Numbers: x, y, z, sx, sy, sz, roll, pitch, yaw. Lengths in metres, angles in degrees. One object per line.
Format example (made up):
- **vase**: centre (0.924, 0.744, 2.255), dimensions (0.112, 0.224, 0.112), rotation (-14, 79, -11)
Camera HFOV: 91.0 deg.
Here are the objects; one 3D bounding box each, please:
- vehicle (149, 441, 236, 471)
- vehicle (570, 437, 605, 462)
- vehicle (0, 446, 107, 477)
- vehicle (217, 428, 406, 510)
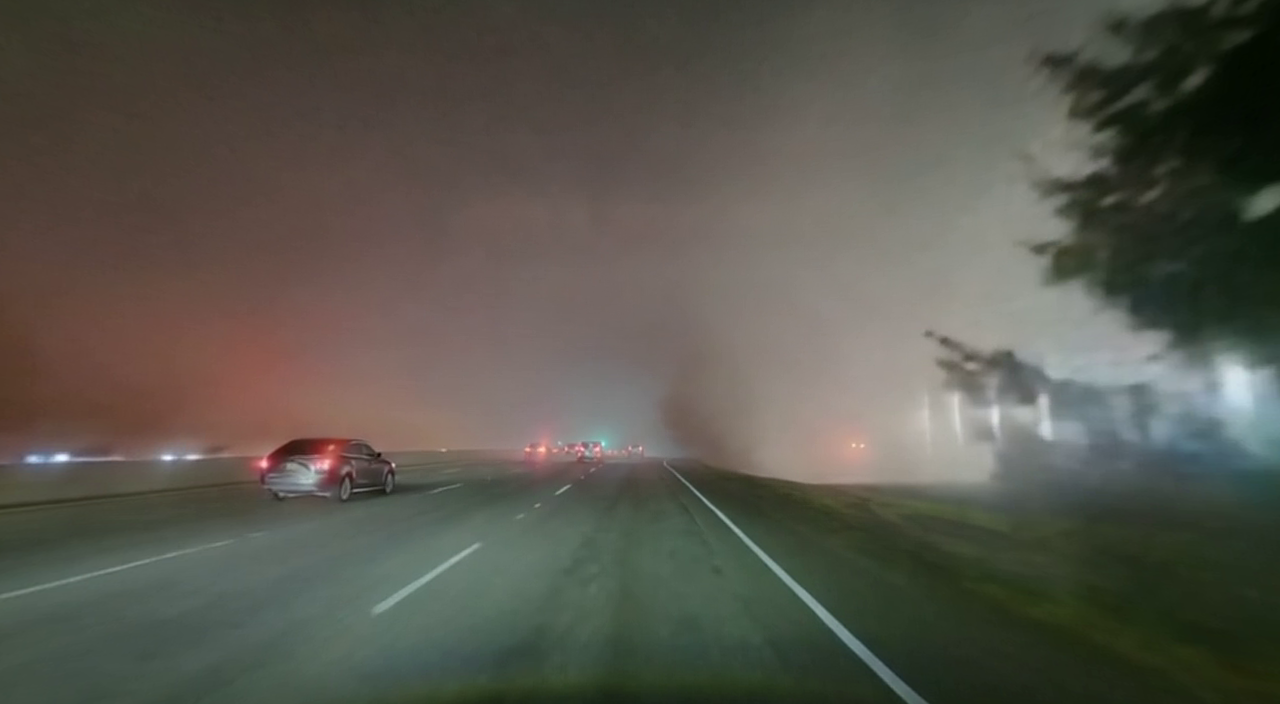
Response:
- **vehicle**: centre (-27.123, 6.290, 38.361), dimensions (1.929, 1.714, 4.511), rotation (0, -8, 1)
- **vehicle**: centre (-3.849, 7.270, 47.074), dimensions (2.158, 1.717, 4.375), rotation (0, -8, 1)
- **vehicle**: centre (-31.333, 5.804, 33.598), dimensions (1.871, 1.509, 4.388), rotation (0, -8, 1)
- **vehicle**: centre (-7.584, 2.732, 15.223), dimensions (2.071, 1.661, 4.540), rotation (0, -8, 1)
